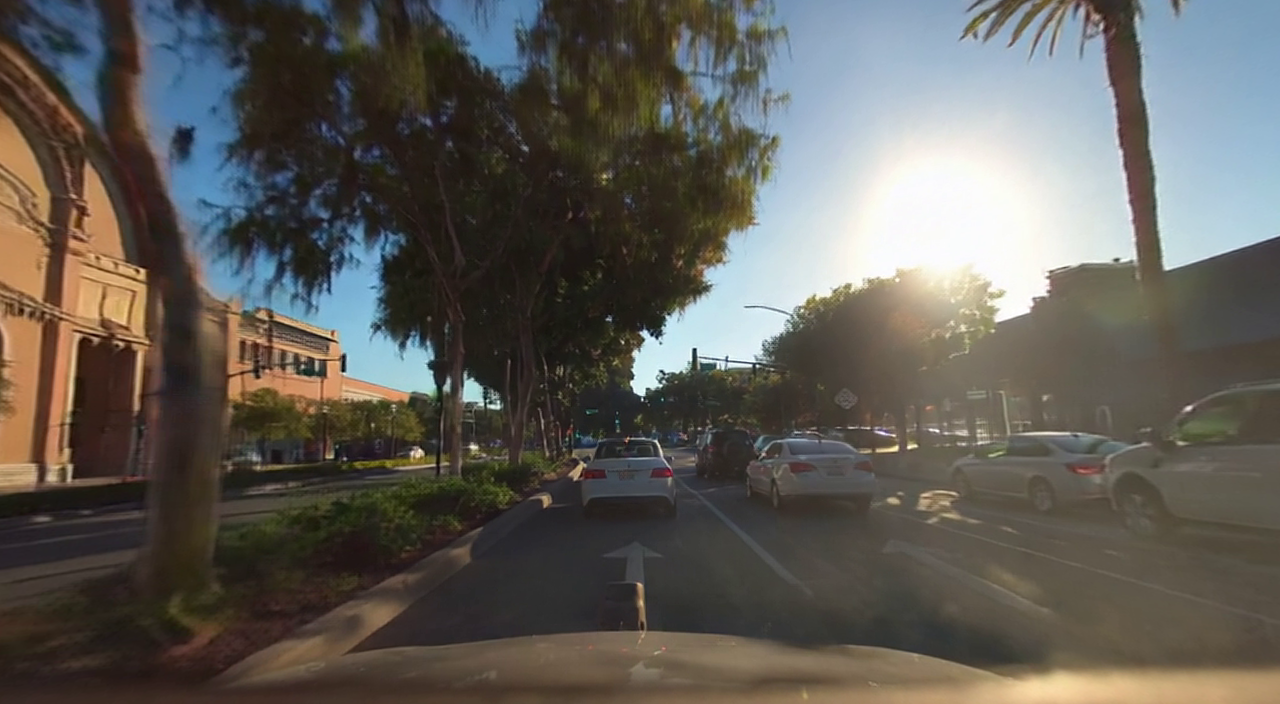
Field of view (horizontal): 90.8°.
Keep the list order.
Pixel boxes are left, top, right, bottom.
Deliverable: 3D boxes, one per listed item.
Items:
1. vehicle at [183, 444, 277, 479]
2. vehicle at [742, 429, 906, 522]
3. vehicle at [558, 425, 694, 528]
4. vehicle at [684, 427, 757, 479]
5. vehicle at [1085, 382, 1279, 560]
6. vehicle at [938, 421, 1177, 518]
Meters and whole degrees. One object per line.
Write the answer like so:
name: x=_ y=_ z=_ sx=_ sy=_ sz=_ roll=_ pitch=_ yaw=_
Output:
vehicle: x=-21.199 y=5.647 z=32.928 sx=1.958 sy=1.675 sz=4.389 roll=0 pitch=-8 yaw=0
vehicle: x=3.290 y=2.287 z=12.278 sx=1.833 sy=1.465 sz=4.258 roll=0 pitch=-8 yaw=-1
vehicle: x=-0.229 y=2.160 z=11.474 sx=2.050 sy=1.521 sz=3.747 roll=0 pitch=-8 yaw=-1
vehicle: x=3.205 y=4.250 z=26.902 sx=2.127 sy=1.854 sz=7.971 roll=0 pitch=-8 yaw=0
vehicle: x=8.085 y=1.323 z=7.163 sx=2.200 sy=1.933 sz=5.123 roll=0 pitch=-7 yaw=-2
vehicle: x=7.873 y=2.214 z=12.506 sx=1.875 sy=1.588 sz=4.072 roll=0 pitch=-8 yaw=-1
